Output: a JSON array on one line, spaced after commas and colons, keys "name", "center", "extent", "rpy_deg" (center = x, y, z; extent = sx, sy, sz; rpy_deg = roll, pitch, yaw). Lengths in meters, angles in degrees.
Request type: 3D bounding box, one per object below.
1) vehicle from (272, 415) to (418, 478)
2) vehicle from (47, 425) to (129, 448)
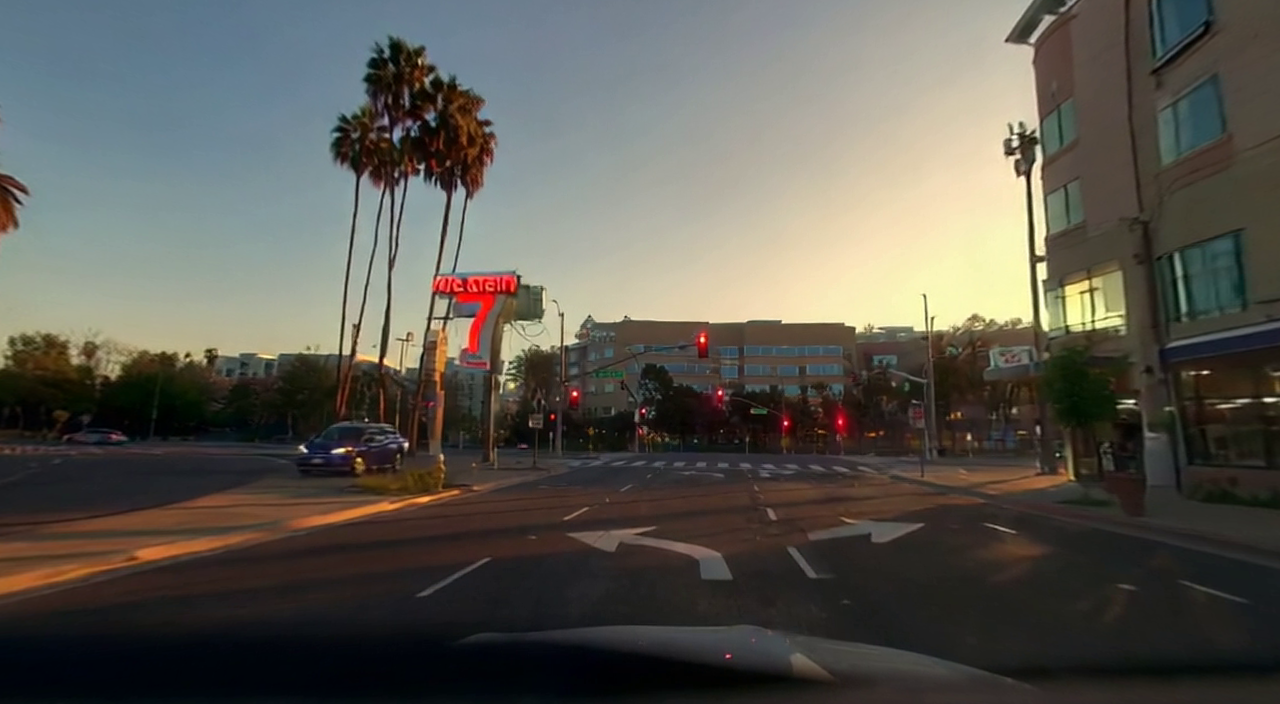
[{"name": "vehicle", "center": [-9.504, 3.105, 20.908], "extent": [2.109, 1.816, 4.670], "rpy_deg": [0, -8, 7]}, {"name": "vehicle", "center": [-39.130, 5.987, 44.820], "extent": [4.089, 1.517, 2.014], "rpy_deg": [0, -8, 7]}]
